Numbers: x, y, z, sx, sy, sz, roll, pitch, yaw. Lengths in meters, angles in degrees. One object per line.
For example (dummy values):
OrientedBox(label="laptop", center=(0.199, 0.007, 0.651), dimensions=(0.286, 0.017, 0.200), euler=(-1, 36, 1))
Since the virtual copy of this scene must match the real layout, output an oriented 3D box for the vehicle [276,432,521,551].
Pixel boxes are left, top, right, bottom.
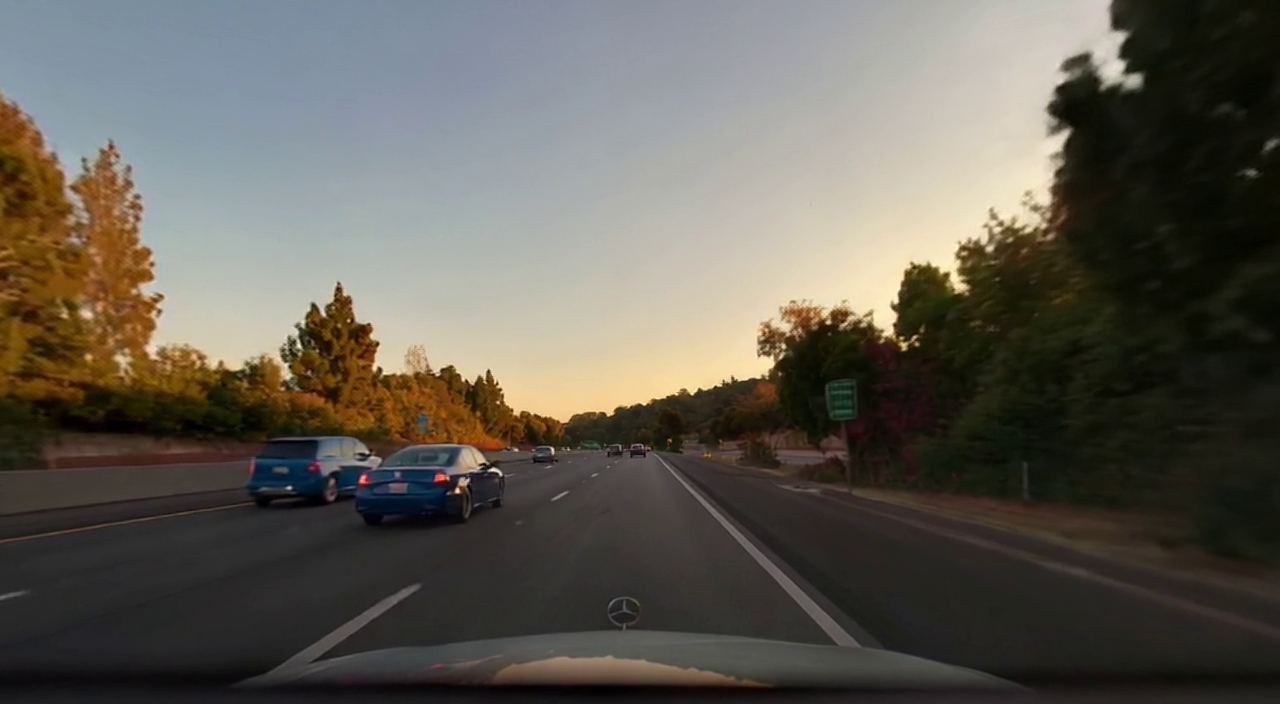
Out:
OrientedBox(label="vehicle", center=(-3.568, 2.157, 10.602), dimensions=(2.081, 1.514, 4.943), euler=(0, -8, 1))
